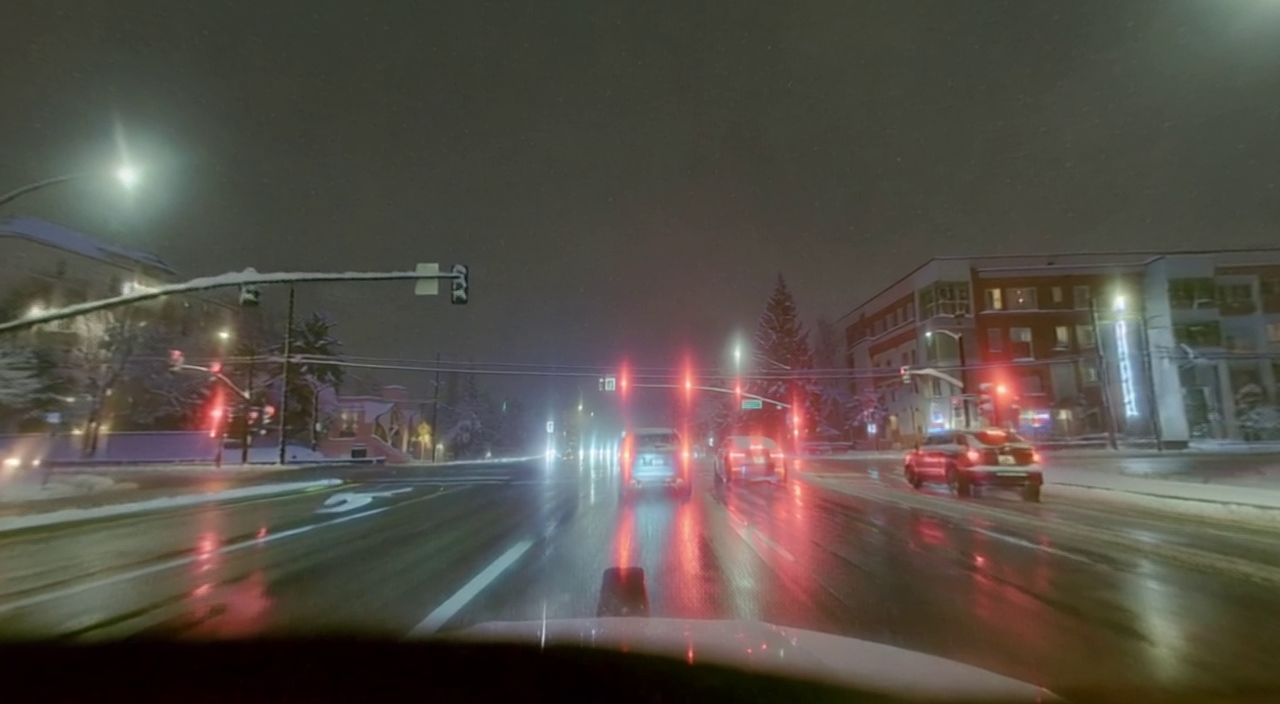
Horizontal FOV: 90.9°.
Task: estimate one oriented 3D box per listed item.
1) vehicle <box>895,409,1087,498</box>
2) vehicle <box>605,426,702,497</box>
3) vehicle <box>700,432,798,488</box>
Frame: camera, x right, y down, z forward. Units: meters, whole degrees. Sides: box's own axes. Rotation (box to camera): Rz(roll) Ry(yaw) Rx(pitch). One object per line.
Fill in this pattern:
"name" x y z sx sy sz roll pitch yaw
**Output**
"vehicle" 8.501 2.517 15.959 2.132 1.892 4.851 0 -8 2
"vehicle" 0.273 2.734 16.108 2.099 1.516 4.681 0 -8 -1
"vehicle" 2.999 3.092 18.327 1.994 1.436 4.169 0 -8 -2
